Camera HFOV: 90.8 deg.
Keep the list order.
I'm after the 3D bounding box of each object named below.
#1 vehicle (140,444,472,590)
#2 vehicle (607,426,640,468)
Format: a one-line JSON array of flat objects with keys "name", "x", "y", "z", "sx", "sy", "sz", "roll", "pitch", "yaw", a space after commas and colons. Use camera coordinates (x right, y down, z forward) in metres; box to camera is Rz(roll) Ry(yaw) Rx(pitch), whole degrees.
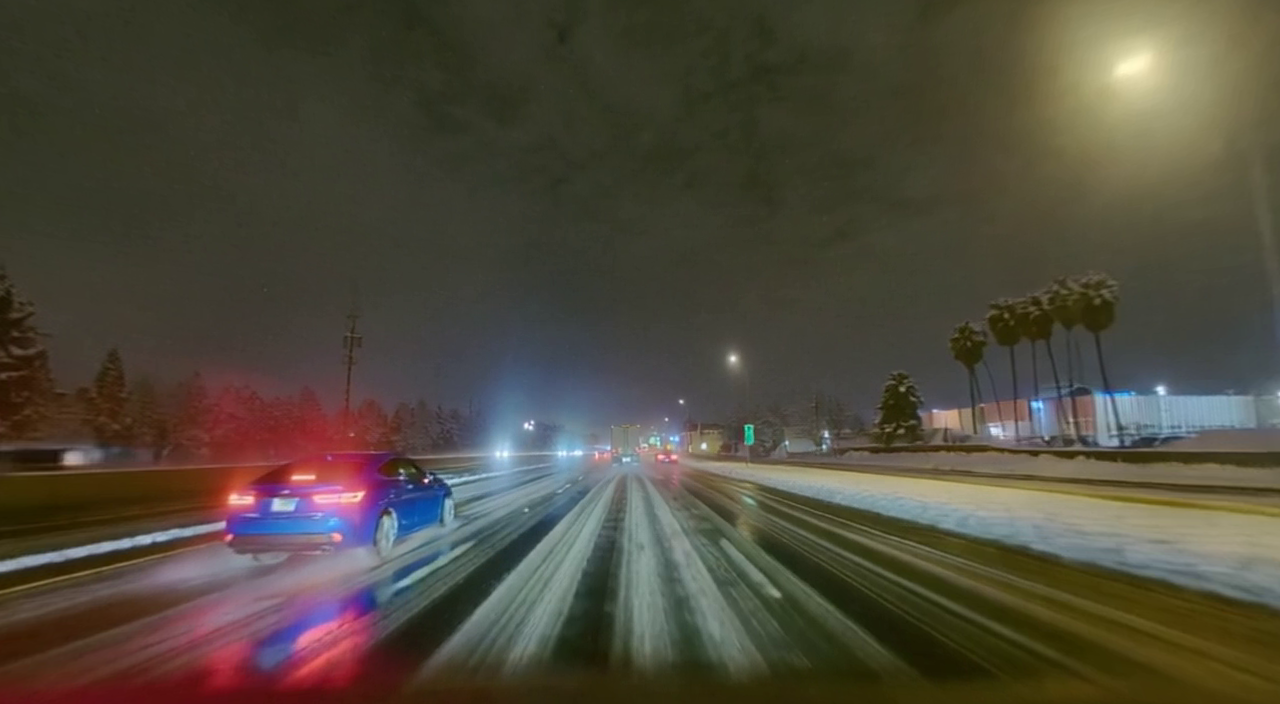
[{"name": "vehicle", "x": -3.931, "y": 1.981, "z": 8.531, "sx": 2.097, "sy": 1.447, "sz": 4.291, "roll": 0, "pitch": -9, "yaw": 1}, {"name": "vehicle", "x": -1.252, "y": 7.275, "z": 48.439, "sx": 2.364, "sy": 2.953, "sz": 6.495, "roll": 0, "pitch": -9, "yaw": -2}]
